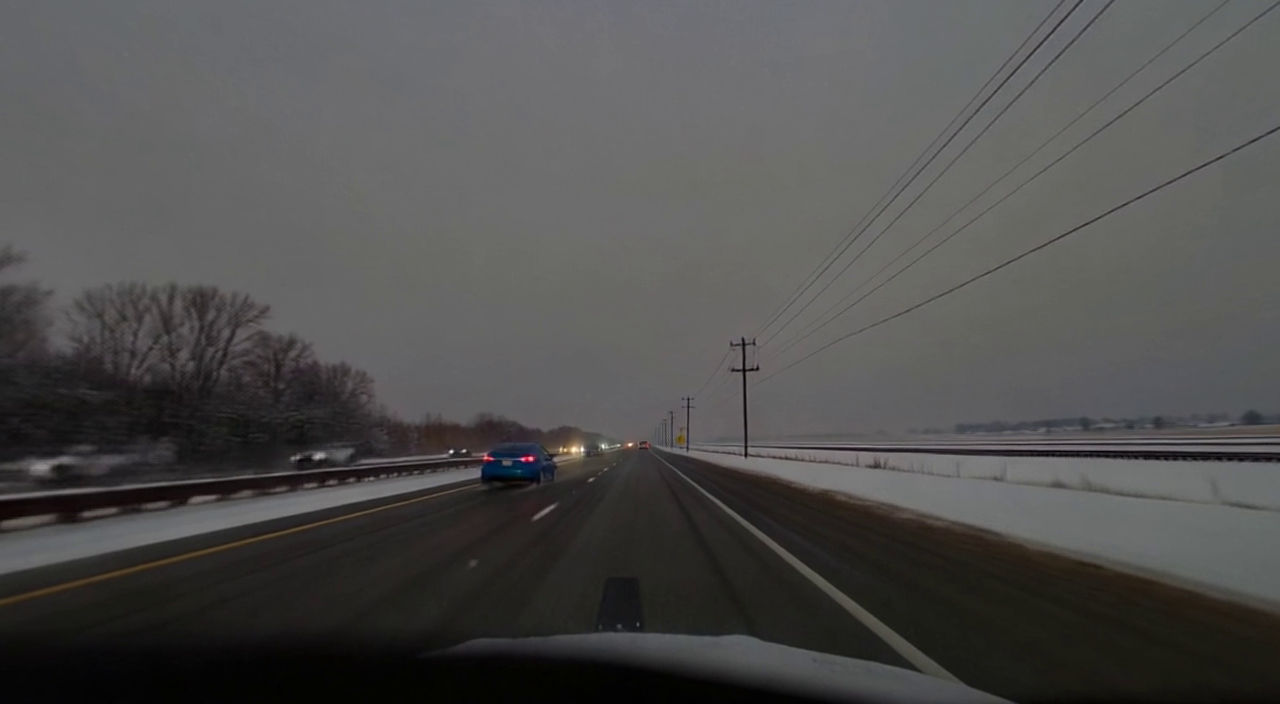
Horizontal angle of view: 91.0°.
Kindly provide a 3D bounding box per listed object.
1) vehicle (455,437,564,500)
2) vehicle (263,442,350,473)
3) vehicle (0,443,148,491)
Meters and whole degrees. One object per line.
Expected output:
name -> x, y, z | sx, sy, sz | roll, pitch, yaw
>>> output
vehicle -> -3.676, 3.383, 18.755 | 2.120, 1.597, 4.810 | 0, -9, 1
vehicle -> -20.714, 6.578, 39.485 | 2.218, 1.811, 5.782 | 0, -9, 0
vehicle -> -24.966, 4.930, 27.439 | 2.182, 1.824, 6.035 | 0, -9, 0
